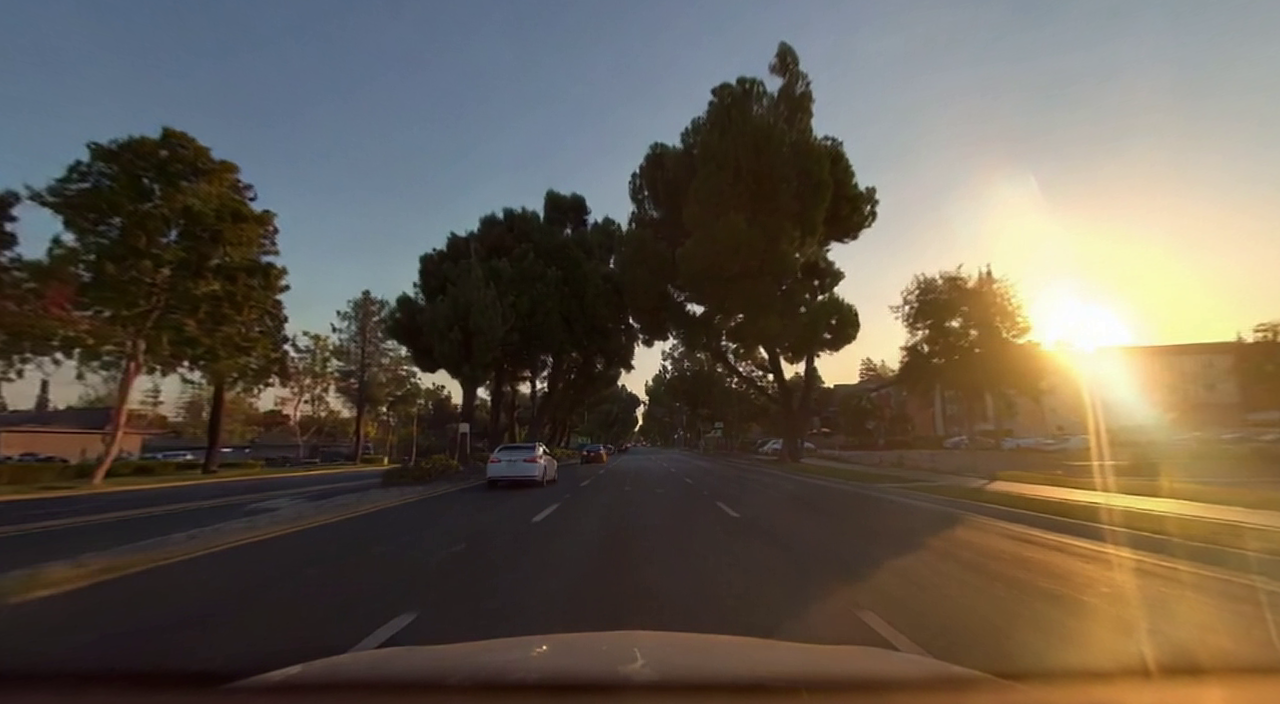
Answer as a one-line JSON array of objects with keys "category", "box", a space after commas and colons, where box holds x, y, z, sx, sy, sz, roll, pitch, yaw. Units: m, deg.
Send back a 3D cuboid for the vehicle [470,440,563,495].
[{"category": "vehicle", "box": [-3.655, 3.497, 19.523, 2.003, 1.454, 4.484, 0, -8, 0]}]
